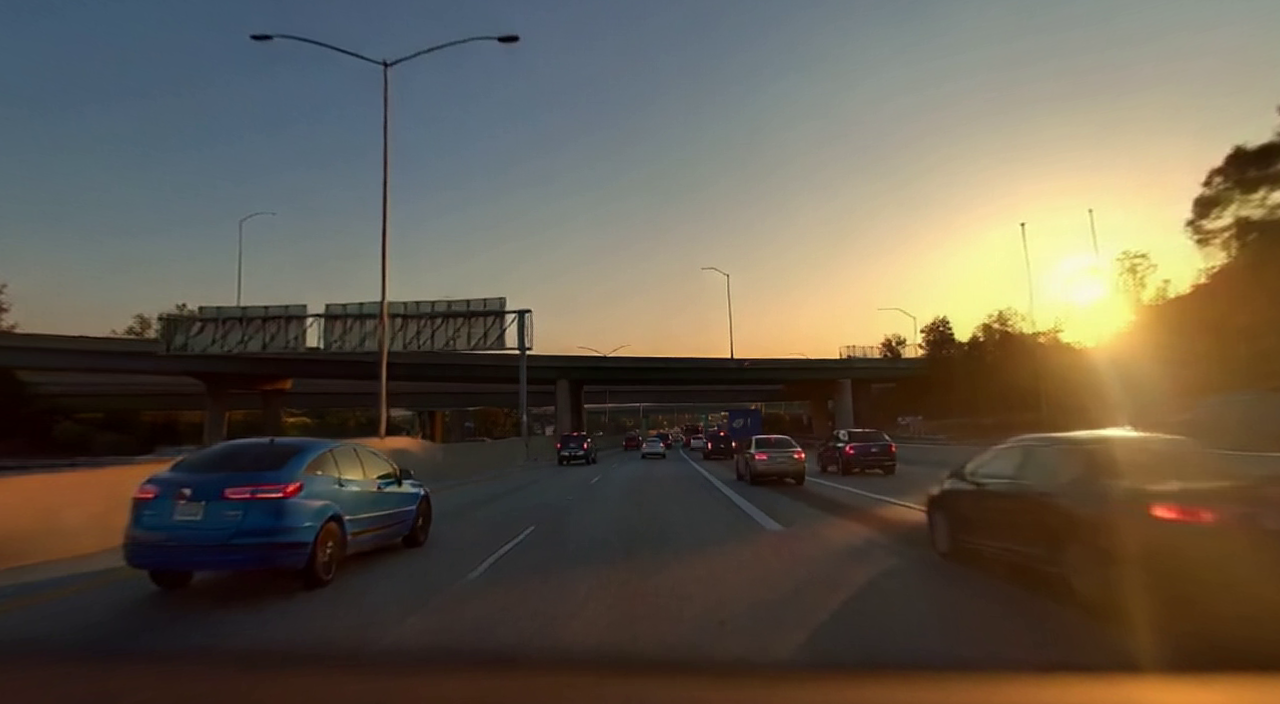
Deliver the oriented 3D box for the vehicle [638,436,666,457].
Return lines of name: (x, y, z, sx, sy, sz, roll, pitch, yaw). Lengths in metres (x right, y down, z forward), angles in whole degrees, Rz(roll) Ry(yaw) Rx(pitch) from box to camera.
vehicle: (0.896, 7.128, 47.641, 2.040, 1.461, 3.984, 0, -8, 1)

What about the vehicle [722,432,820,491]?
vehicle: (3.649, 3.120, 18.324, 1.933, 1.492, 4.125, 0, -8, 0)

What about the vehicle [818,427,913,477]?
vehicle: (8.531, 3.824, 24.326, 1.987, 1.726, 4.515, 0, -8, 0)

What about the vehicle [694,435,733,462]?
vehicle: (4.466, 5.943, 38.932, 1.933, 1.503, 4.520, 0, -8, 0)

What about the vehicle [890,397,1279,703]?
vehicle: (3.820, 1.219, 4.658, 1.999, 1.482, 4.743, 0, -8, 0)

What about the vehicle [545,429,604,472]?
vehicle: (-2.816, 4.345, 28.089, 2.006, 1.741, 4.277, -1, -8, 2)

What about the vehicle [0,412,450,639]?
vehicle: (-3.605, 1.469, 6.426, 1.914, 1.476, 4.416, 0, -8, 1)
